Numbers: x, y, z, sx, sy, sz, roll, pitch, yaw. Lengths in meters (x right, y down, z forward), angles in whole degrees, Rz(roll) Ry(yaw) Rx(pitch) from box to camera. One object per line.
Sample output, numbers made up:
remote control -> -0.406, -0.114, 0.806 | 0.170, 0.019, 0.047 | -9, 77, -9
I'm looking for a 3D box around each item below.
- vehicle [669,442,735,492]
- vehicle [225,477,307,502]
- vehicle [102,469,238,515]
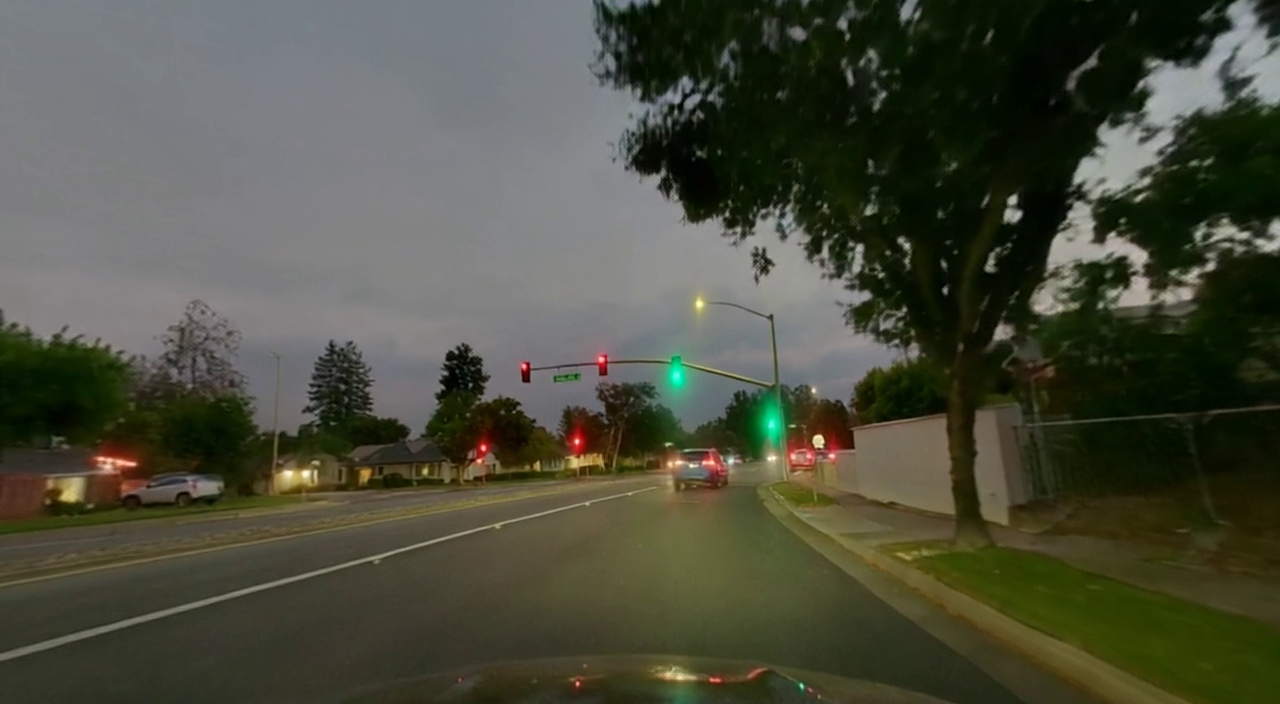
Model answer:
vehicle -> 2.773, 4.904, 27.300 | 2.059, 1.908, 4.714 | -3, -9, 15
vehicle -> -28.524, 10.460, 48.106 | 4.697, 1.691, 2.486 | 0, -8, -2
vehicle -> -23.476, 6.972, 31.838 | 2.332, 1.896, 5.688 | -1, -9, 2
